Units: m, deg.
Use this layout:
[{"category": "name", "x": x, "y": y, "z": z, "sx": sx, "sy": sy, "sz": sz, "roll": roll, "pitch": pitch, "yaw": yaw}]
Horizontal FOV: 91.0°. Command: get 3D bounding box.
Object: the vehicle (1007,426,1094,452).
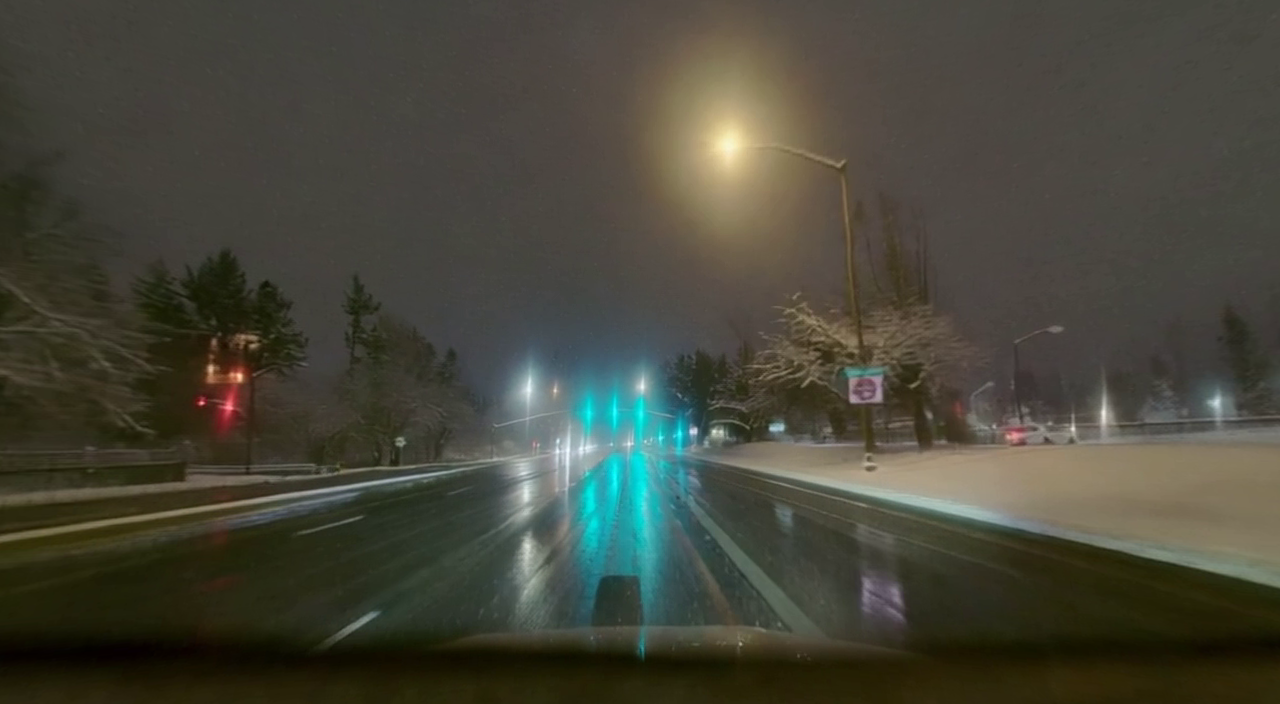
[{"category": "vehicle", "x": 24.851, "y": 5.340, "z": 38.339, "sx": 1.907, "sy": 1.444, "sz": 5.150, "roll": 0, "pitch": -8, "yaw": 1}]
